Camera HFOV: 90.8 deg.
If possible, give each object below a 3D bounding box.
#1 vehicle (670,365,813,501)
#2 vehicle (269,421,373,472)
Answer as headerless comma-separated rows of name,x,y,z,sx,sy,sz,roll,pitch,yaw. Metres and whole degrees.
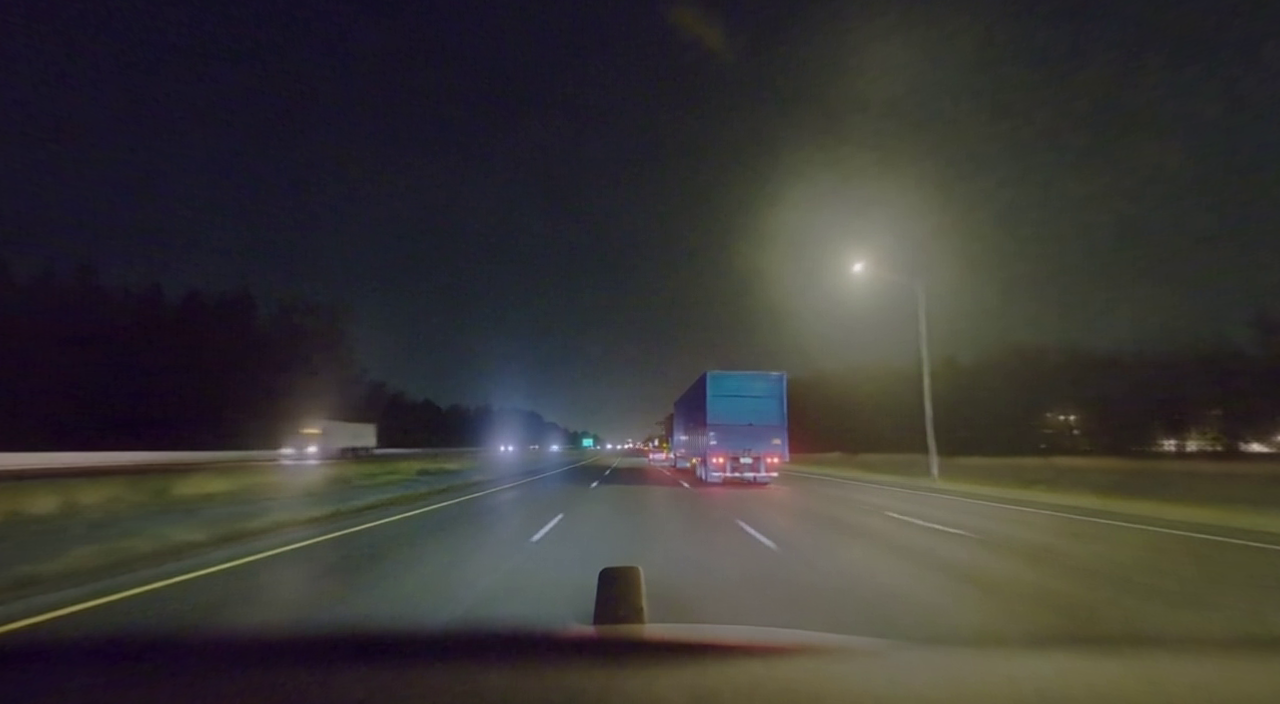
vehicle,3.508,3.748,27.667,3.462,4.177,16.311,0,-9,0
vehicle,-18.762,5.649,37.664,2.480,2.709,7.046,0,-9,0
